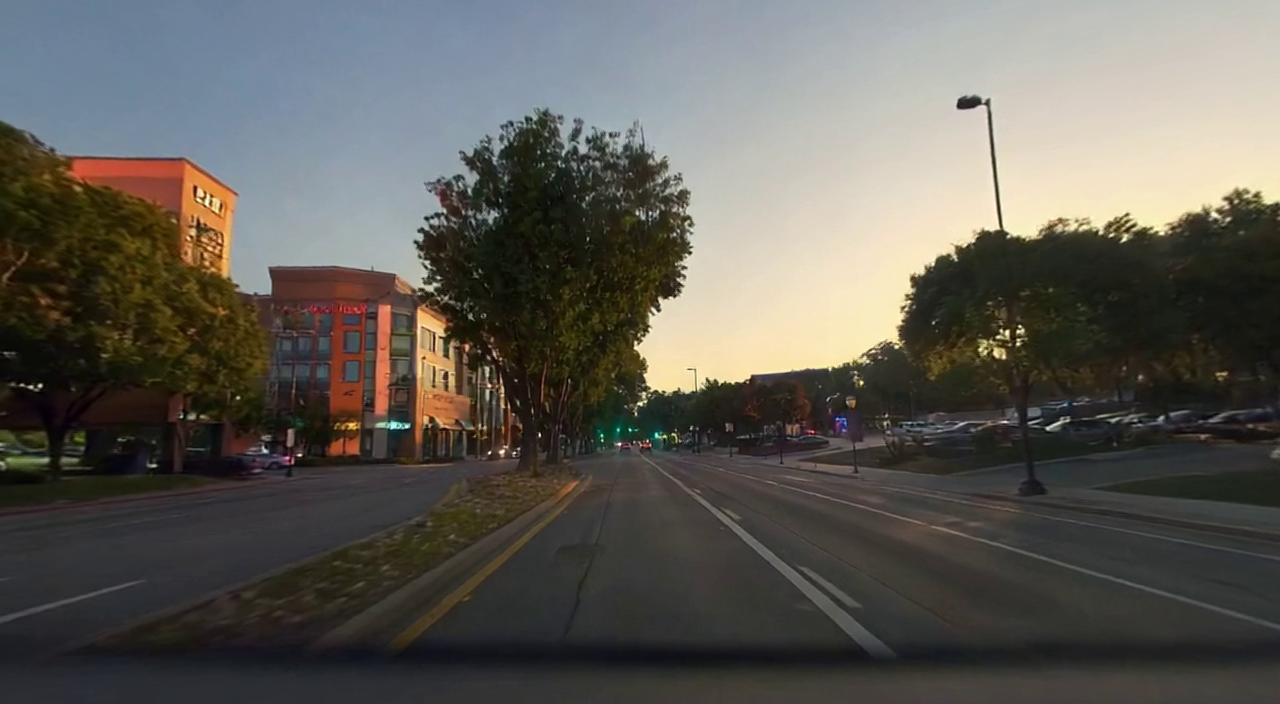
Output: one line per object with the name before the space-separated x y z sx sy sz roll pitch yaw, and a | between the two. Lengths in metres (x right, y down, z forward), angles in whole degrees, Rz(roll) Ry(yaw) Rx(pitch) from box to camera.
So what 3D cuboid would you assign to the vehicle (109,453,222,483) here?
vehicle | -24.277 5.934 32.429 4.213 1.493 1.875 0 -8 -1
